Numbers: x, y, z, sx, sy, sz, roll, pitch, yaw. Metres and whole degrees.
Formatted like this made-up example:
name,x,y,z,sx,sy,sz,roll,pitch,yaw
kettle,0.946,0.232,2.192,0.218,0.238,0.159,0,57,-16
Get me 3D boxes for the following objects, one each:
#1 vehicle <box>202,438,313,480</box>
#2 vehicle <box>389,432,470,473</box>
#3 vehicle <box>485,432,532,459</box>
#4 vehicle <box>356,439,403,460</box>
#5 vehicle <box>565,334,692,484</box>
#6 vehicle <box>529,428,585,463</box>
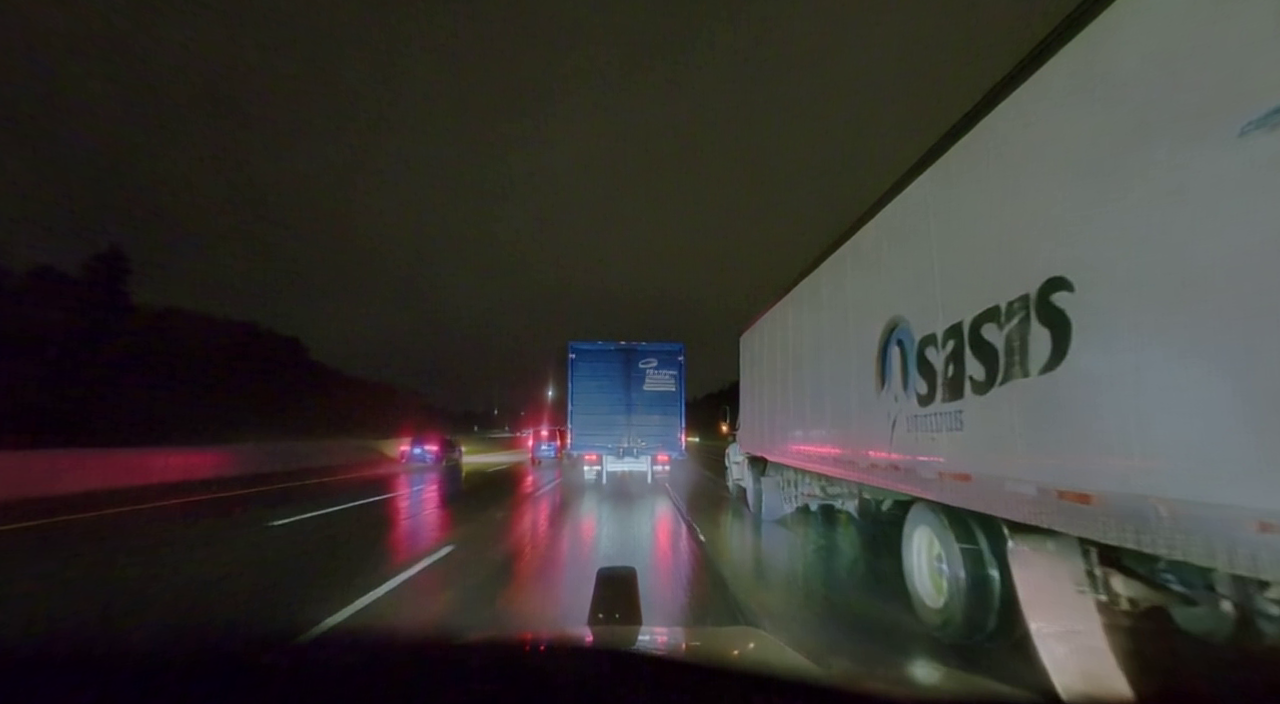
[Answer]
name,x,y,z,sx,sy,sz,roll,pitch,yaw
vehicle,-16.098,4.478,26.764,1.927,1.633,4.459,0,-8,0
vehicle,-8.410,4.034,25.499,1.940,1.488,3.976,0,-8,0
vehicle,-8.134,5.811,39.382,1.981,1.574,4.561,0,-8,0
vehicle,-20.043,7.495,48.480,1.829,1.546,4.004,0,-8,1
vehicle,-0.400,2.253,22.683,3.442,4.106,10.719,0,-8,-1
vehicle,-4.206,4.823,32.746,2.168,1.671,4.888,0,-8,1
